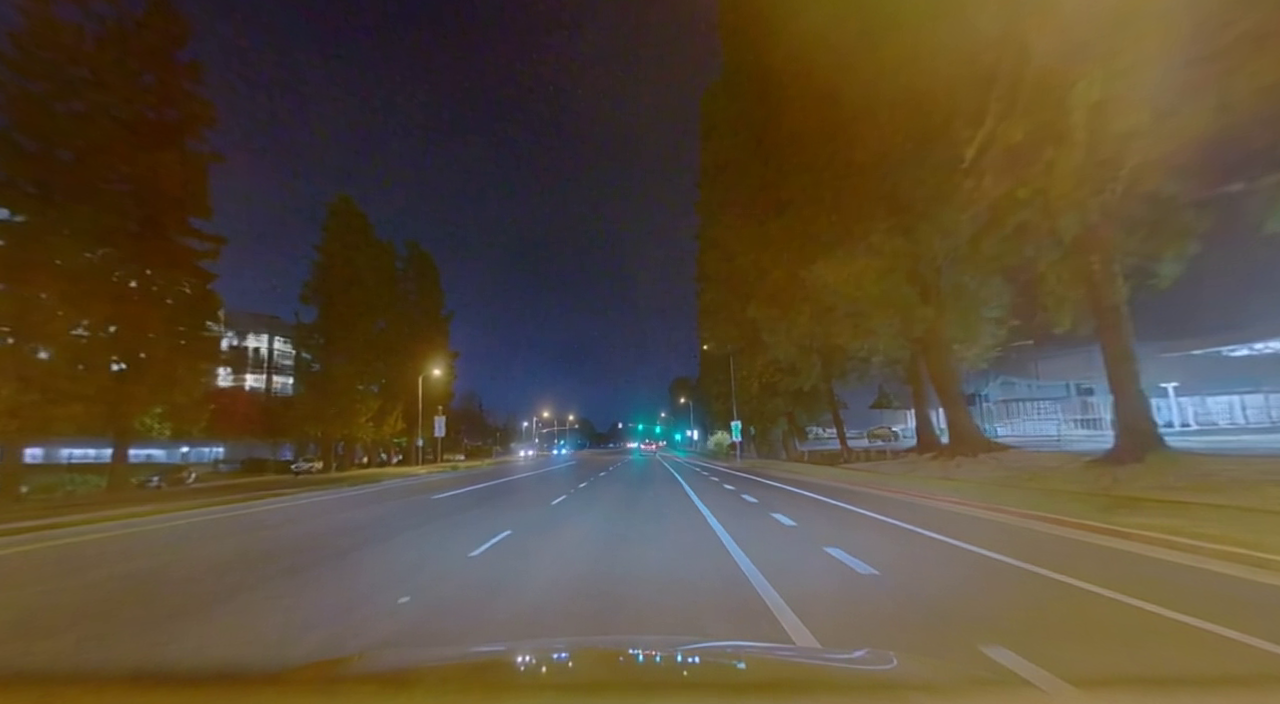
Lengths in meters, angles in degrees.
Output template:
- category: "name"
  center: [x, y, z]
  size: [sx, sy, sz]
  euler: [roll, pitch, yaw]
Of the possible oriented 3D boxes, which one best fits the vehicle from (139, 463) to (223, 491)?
- category: "vehicle"
  center: [-29.929, 8.152, 41.307]
  size: [1.894, 1.552, 4.677]
  euler: [0, -8, 2]
